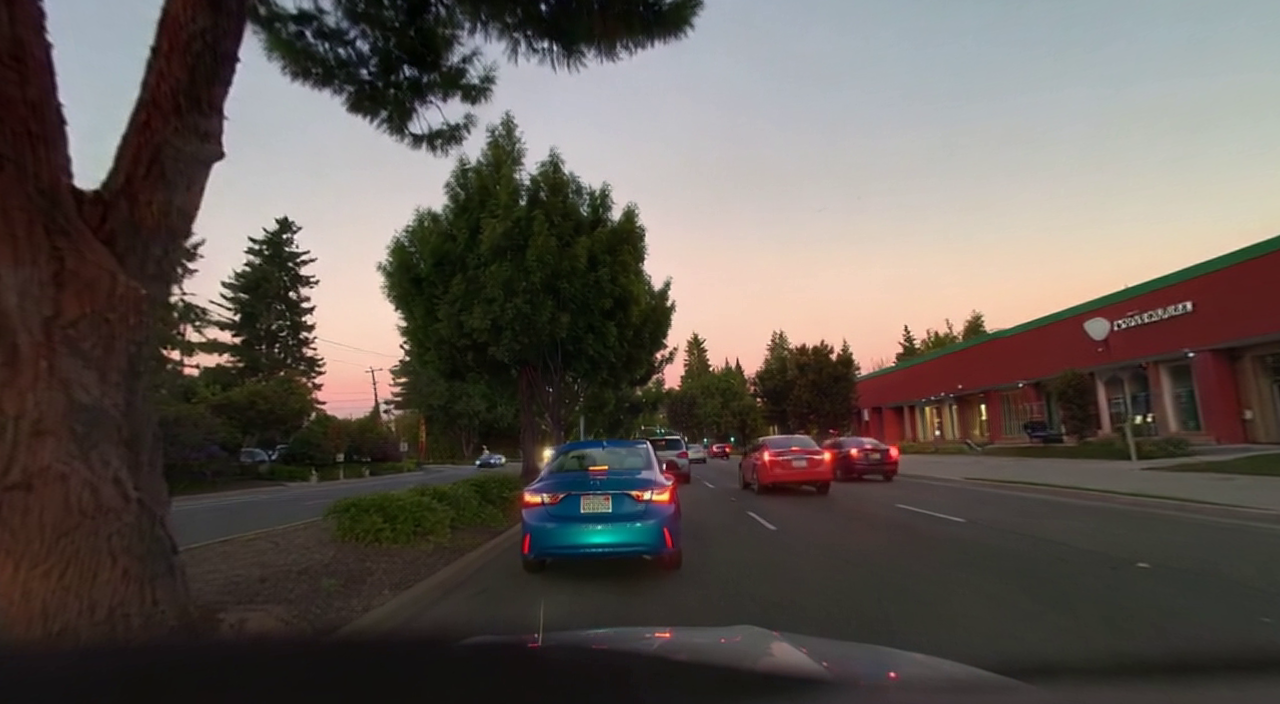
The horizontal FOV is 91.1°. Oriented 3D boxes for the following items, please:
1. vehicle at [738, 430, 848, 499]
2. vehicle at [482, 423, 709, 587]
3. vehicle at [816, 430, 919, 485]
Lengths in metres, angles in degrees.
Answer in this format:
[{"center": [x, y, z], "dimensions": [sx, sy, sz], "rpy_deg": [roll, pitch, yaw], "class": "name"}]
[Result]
[{"center": [4.009, 3.032, 17.287], "dimensions": [1.971, 1.637, 4.317], "rpy_deg": [0, -8, 0], "class": "vehicle"}, {"center": [-0.409, 1.726, 7.923], "dimensions": [2.111, 1.506, 4.018], "rpy_deg": [0, -8, 0], "class": "vehicle"}, {"center": [7.872, 3.697, 22.242], "dimensions": [2.064, 1.747, 4.372], "rpy_deg": [0, -8, 1], "class": "vehicle"}]
